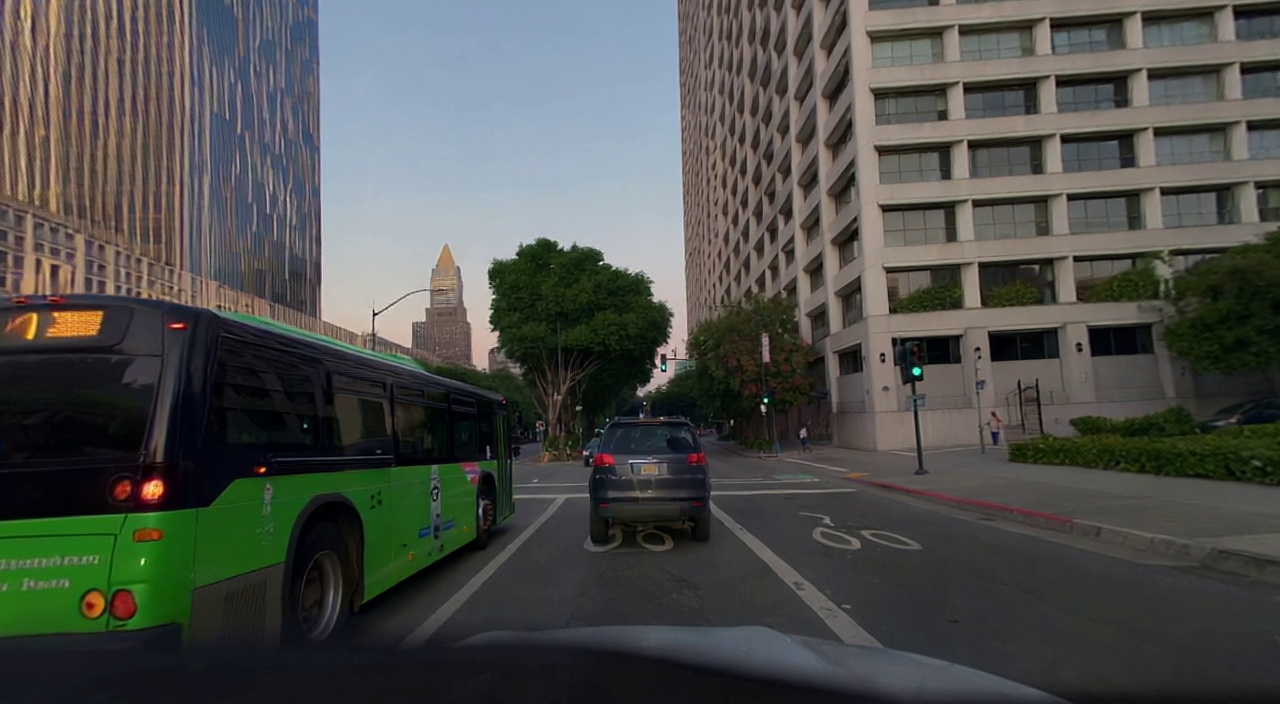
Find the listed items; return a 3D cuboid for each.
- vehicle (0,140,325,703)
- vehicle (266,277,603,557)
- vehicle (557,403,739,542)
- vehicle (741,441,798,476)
[{"bbox_3d":[-2.757,0.329,0.224,2.329,2.089,5.659,0,-9,0],"label":"vehicle"},{"bbox_3d":[-2.875,1.773,14.546,3.042,3.445,13.615,0,-9,1],"label":"vehicle"},{"bbox_3d":[0.130,1.991,10.930,2.500,1.912,4.270,0,-9,1],"label":"vehicle"},{"bbox_3d":[6.155,5.104,30.474,1.919,1.529,4.059,0,-9,1],"label":"vehicle"}]
